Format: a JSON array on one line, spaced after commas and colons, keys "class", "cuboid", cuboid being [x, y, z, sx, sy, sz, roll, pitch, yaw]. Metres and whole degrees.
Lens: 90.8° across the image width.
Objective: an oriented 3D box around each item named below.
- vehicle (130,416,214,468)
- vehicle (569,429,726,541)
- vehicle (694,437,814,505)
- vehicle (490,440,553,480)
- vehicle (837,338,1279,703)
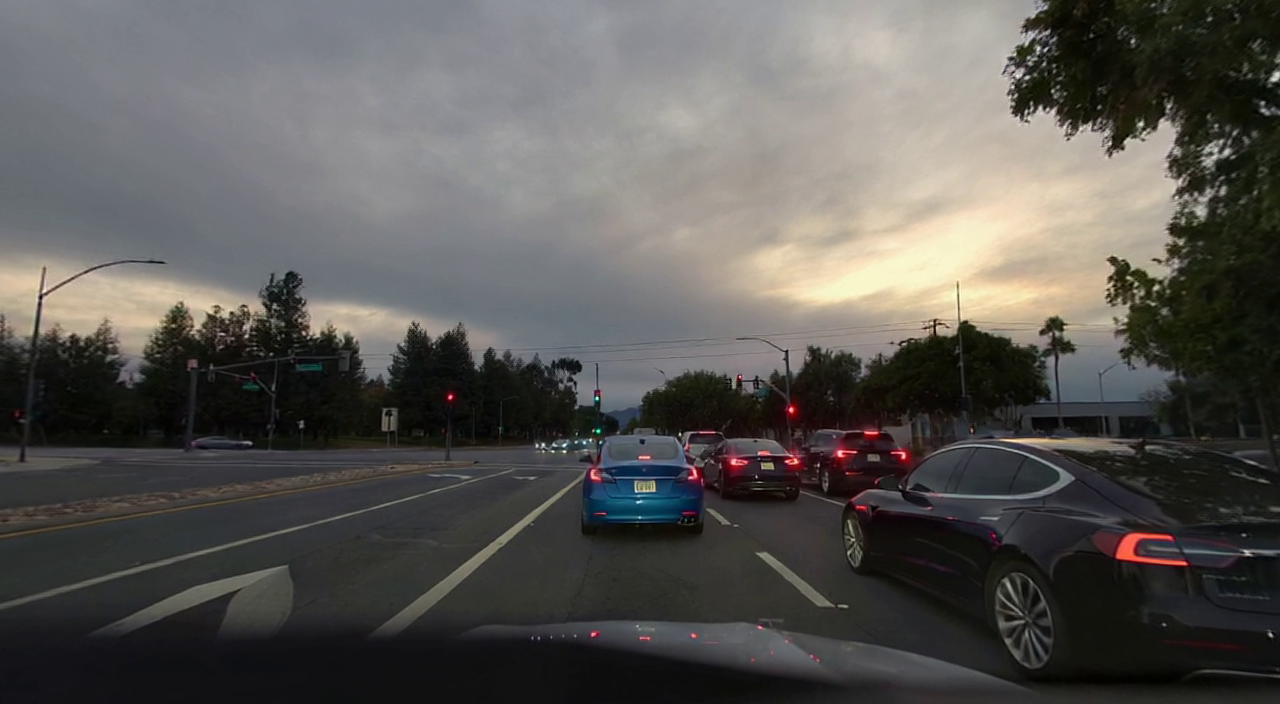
[{"class": "vehicle", "cuboid": [-29.299, 5.654, 39.688, 2.608, 2.990, 3.026, 2, -8, 2]}, {"class": "vehicle", "cuboid": [0.021, 2.134, 10.821, 2.147, 1.499, 4.240, 0, -8, -2]}, {"class": "vehicle", "cuboid": [2.687, 2.931, 16.029, 2.058, 1.466, 4.208, 0, -8, -3]}, {"class": "vehicle", "cuboid": [-4.647, 4.307, 25.407, 1.972, 1.457, 4.171, 0, -8, -4]}, {"class": "vehicle", "cuboid": [3.191, 1.105, 4.306, 2.167, 1.676, 4.443, 0, -8, -1]}]
